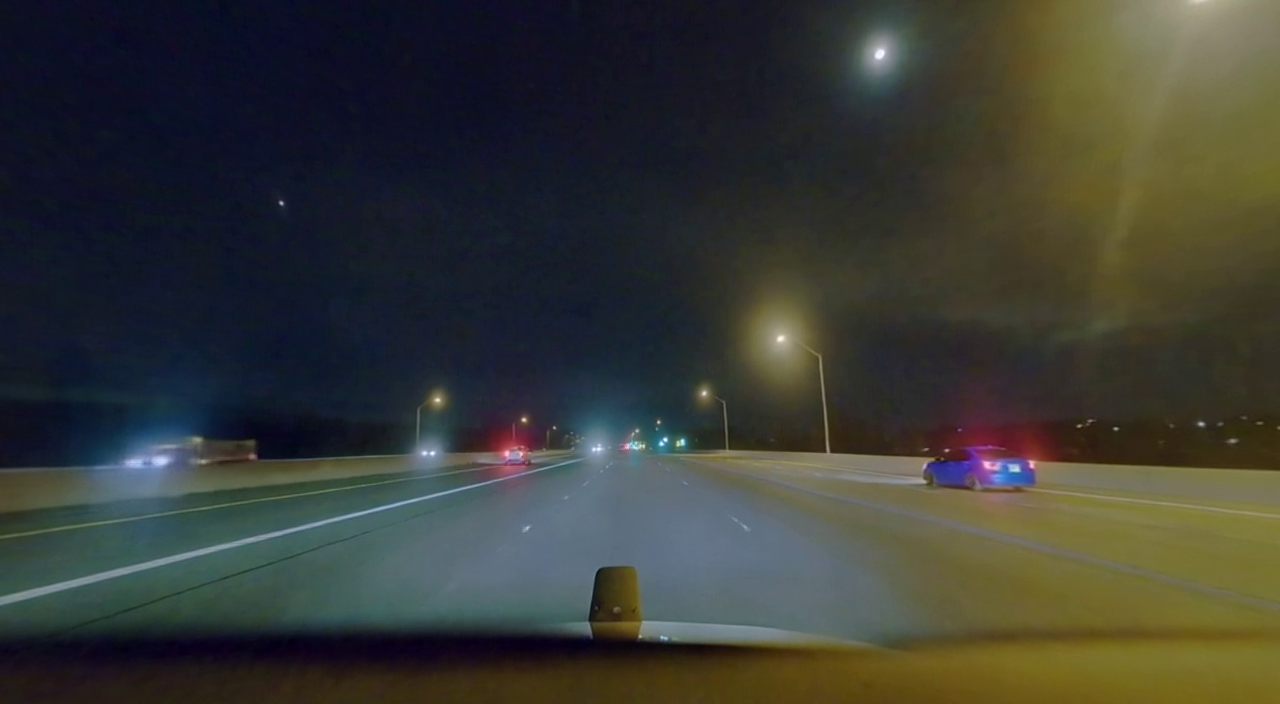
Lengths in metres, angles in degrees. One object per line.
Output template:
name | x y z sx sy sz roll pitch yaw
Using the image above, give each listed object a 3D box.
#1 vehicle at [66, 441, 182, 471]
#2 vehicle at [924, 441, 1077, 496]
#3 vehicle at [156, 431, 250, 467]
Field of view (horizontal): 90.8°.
vehicle | -34.086 6.883 42.097 2.347 1.843 6.472 0 -9 -1
vehicle | 10.846 3.507 19.471 1.985 1.493 4.486 0 -9 -1
vehicle | -34.247 7.672 49.853 2.678 2.612 6.661 0 -8 0
